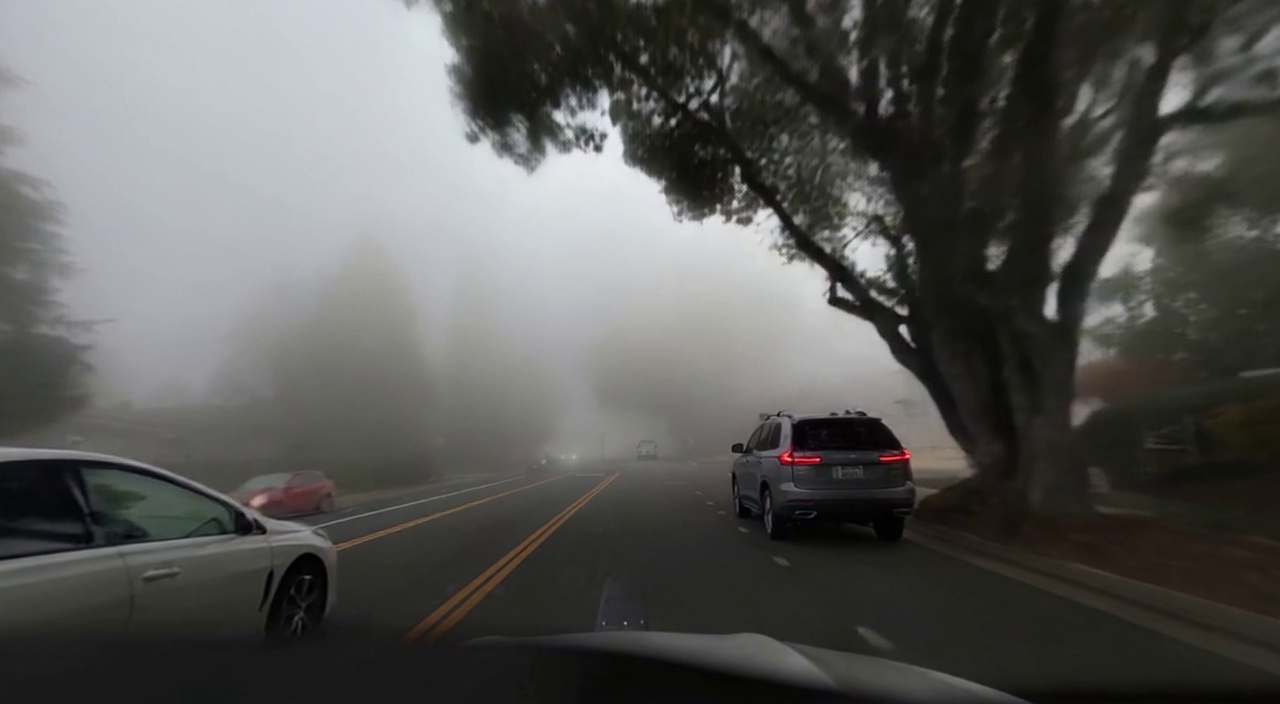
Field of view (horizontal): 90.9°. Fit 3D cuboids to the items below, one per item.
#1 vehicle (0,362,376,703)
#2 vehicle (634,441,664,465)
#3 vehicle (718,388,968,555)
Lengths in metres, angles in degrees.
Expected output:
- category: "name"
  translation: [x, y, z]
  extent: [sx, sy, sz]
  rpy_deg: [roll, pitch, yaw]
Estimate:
- category: "vehicle"
  translation: [-3.195, 0.968, 2.747]
  extent: [2.058, 1.659, 4.514]
  rpy_deg: [-1, -8, 1]
- category: "vehicle"
  translation: [0.682, 7.760, 48.503]
  extent: [2.138, 1.729, 4.178]
  rpy_deg: [-1, -8, 1]
- category: "vehicle"
  translation: [2.881, 1.898, 10.727]
  extent: [2.338, 2.063, 5.592]
  rpy_deg: [0, -8, 0]
